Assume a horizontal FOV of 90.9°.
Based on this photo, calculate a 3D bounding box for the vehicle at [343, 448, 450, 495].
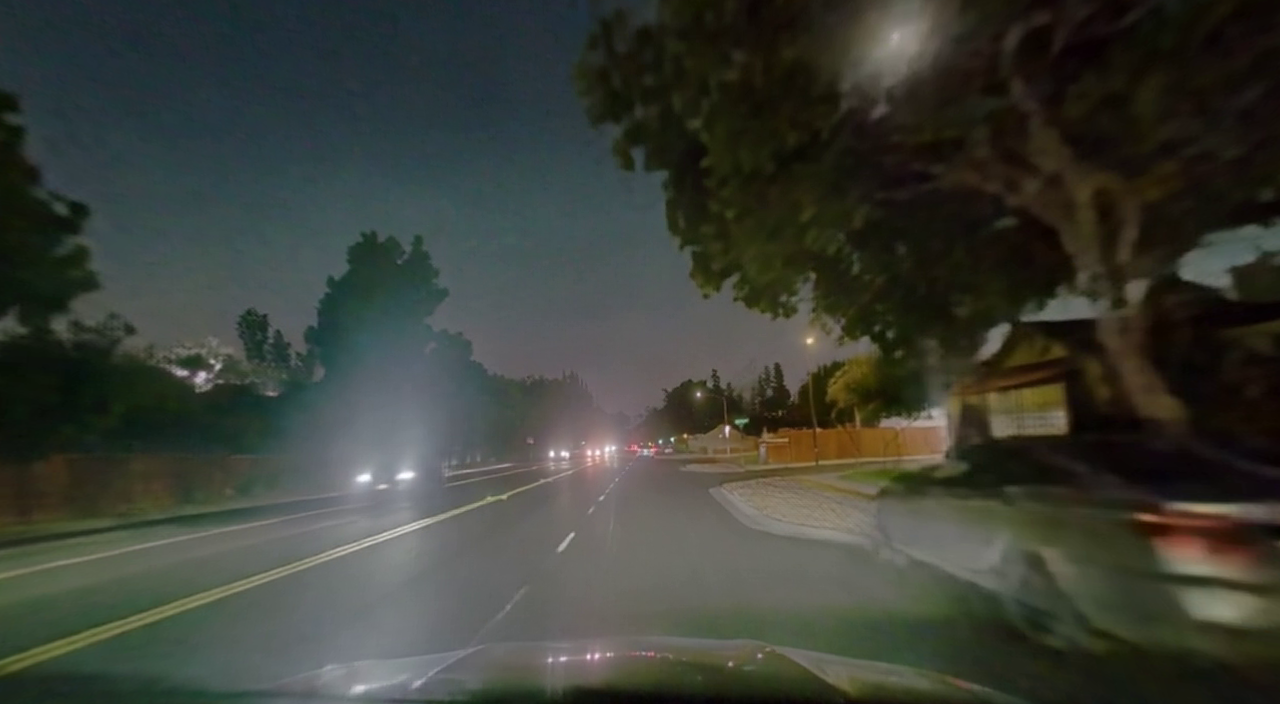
[{"bbox_3d":[-8.702,4.288,23.035,2.001,1.508,4.581,0,-9,1],"label":"vehicle"}]

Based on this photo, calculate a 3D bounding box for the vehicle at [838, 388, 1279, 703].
[{"bbox_3d":[3.224,1.246,4.644,2.011,1.507,4.769,0,-9,0],"label":"vehicle"}]
